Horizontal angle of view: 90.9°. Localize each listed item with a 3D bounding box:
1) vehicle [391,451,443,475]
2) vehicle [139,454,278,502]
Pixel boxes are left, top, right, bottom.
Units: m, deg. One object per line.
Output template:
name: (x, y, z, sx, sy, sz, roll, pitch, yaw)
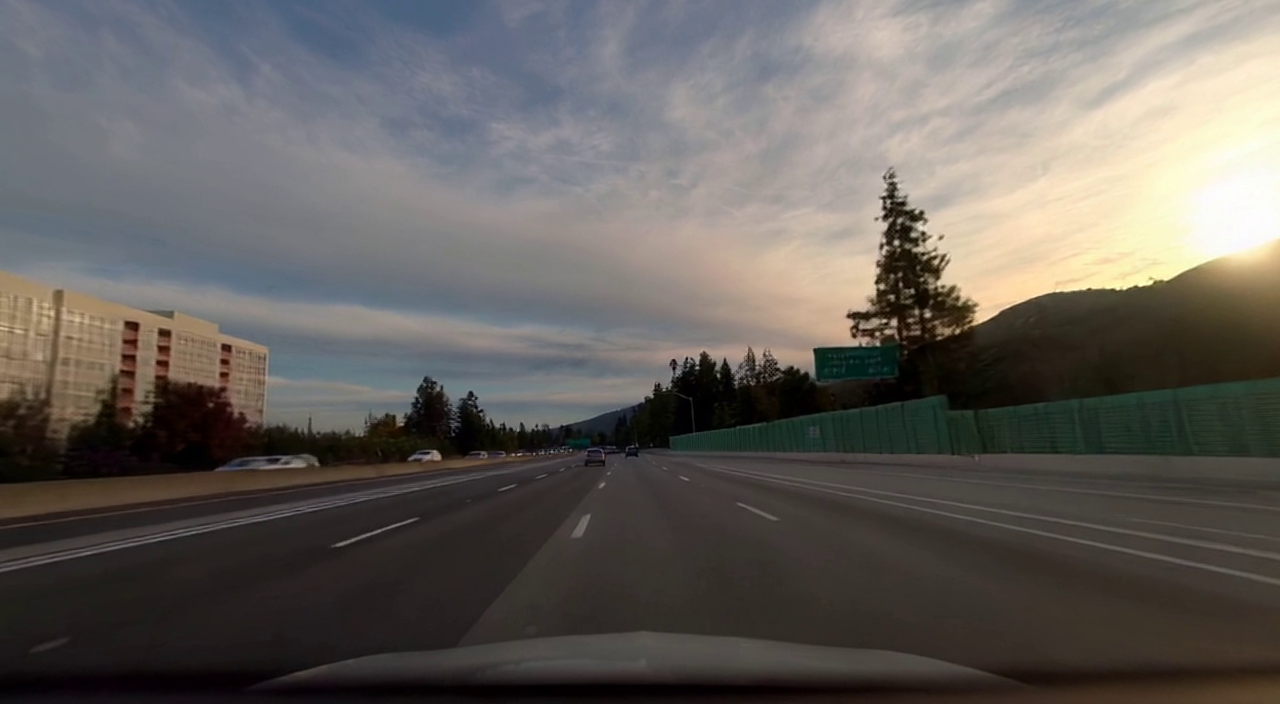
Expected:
vehicle: (-15.572, 7.763, 44.334, 1.933, 1.537, 4.929, 0, -9, -1)
vehicle: (-15.501, 4.507, 23.017, 1.946, 1.531, 4.538, 0, -9, -2)
